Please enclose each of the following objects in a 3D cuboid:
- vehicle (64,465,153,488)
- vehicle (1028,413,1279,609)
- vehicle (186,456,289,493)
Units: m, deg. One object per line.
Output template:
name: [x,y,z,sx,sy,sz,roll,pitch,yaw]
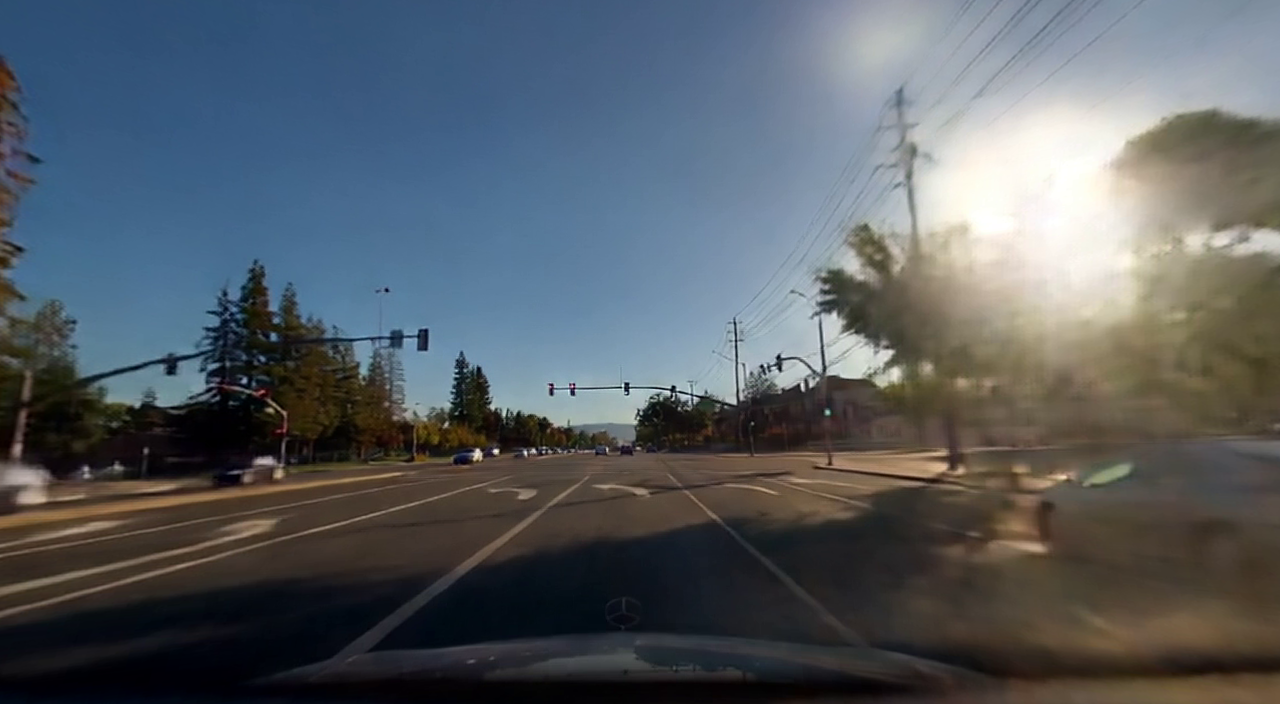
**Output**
vehicle: [-38.100,8.905,45.362,4.464,1.526,1.970,0,-8,-3]
vehicle: [6.044,1.346,5.671,2.113,1.520,4.650,0,-8,-1]
vehicle: [-18.365,5.584,29.099,1.926,1.469,4.426,0,-8,-1]
